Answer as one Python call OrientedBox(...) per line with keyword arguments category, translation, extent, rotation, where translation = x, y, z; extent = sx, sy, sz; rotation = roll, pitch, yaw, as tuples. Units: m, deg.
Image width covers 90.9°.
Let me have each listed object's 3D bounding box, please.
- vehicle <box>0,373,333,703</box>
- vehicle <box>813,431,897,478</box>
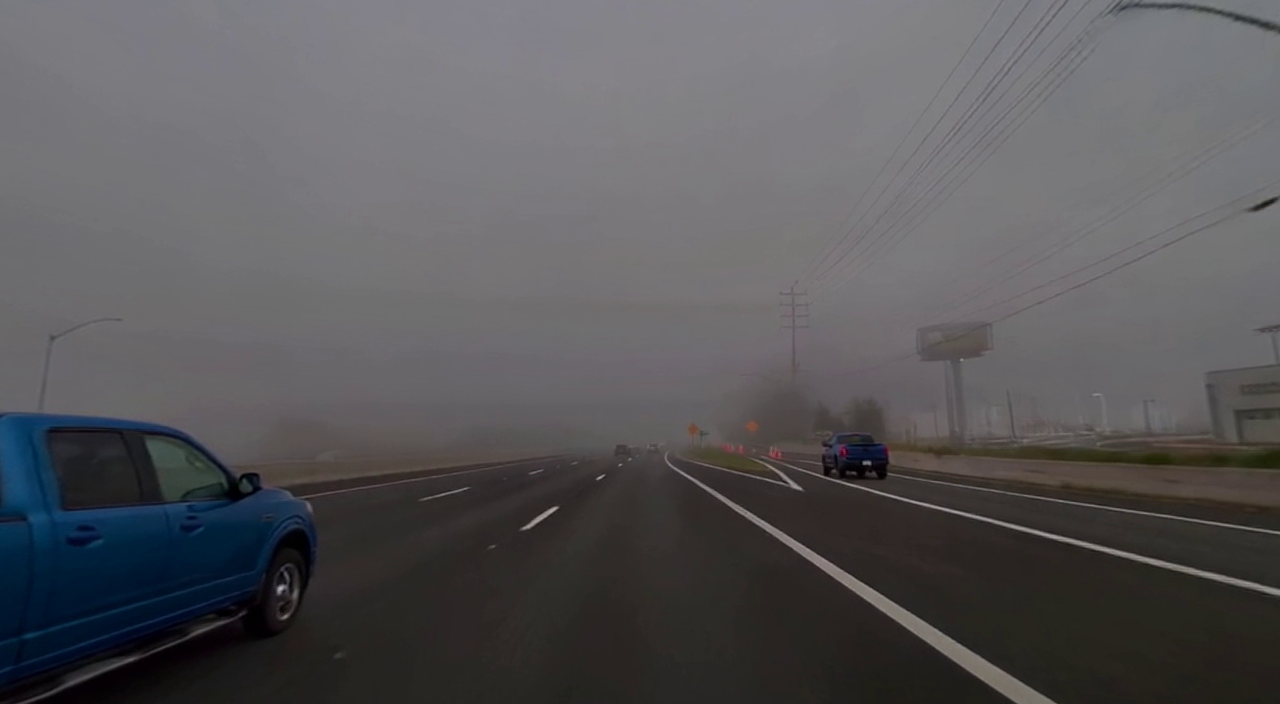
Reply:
OrientedBox(category="vehicle", translation=(-3.571, 0.965, 2.927), extent=(2.001, 1.619, 4.445), rotation=(0, -8, 0))
OrientedBox(category="vehicle", translation=(9.335, 4.494, 27.930), extent=(2.186, 1.840, 5.289), rotation=(-1, -8, 4))
